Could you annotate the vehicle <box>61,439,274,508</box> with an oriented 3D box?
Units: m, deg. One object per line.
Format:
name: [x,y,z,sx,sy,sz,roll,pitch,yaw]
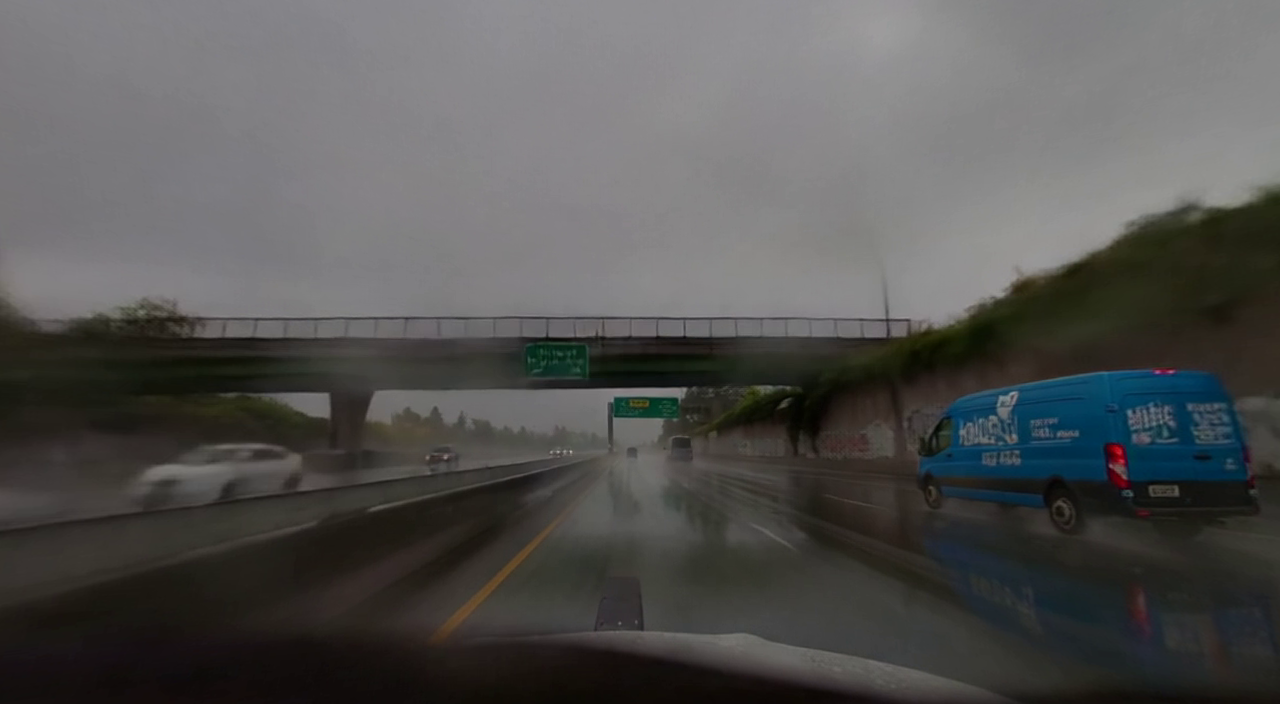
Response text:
vehicle: [-11.739,3.025,16.149,2.003,1.496,4.559,0,-9,-1]

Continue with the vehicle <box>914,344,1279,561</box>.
vehicle: [7.143,1.637,10.563,2.283,2.631,5.719,0,-9,-2]

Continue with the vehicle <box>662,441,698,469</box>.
vehicle: [2.866,7.537,46.128,2.007,1.943,5.010,0,-9,-3]
